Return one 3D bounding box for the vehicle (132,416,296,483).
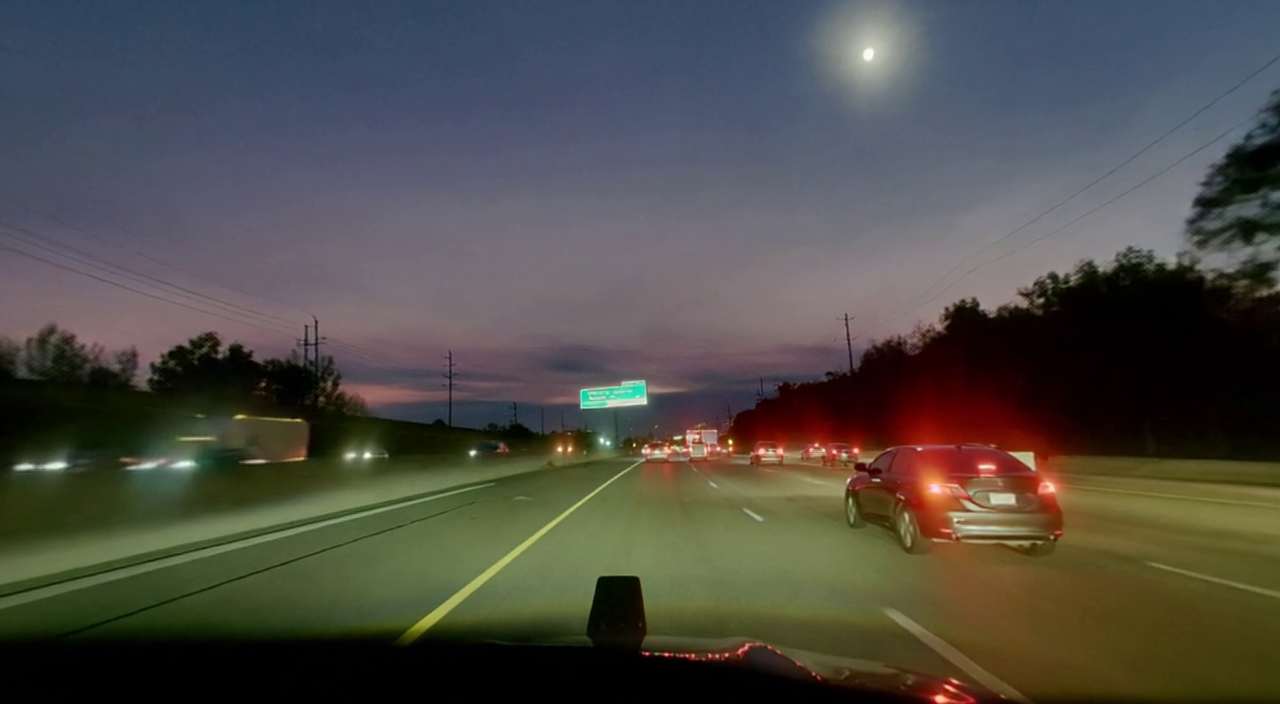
[{"bbox_3d":[-17.035,3.953,25.779,2.354,2.415,5.937,0,-8,2],"label":"vehicle"}]

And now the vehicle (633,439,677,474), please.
[{"bbox_3d":[0.742,5.178,31.473,2.042,1.581,3.769,0,-8,1],"label":"vehicle"}]

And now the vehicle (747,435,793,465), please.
[{"bbox_3d":[8.338,6.313,40.836,2.041,1.821,4.562,0,-8,1],"label":"vehicle"}]

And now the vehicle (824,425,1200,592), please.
[{"bbox_3d":[3.975,1.726,7.901,1.986,1.478,4.429,0,-8,0],"label":"vehicle"}]

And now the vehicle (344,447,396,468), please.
[{"bbox_3d":[-20.201,7.906,47.334,1.839,1.459,4.244,0,-8,2],"label":"vehicle"}]

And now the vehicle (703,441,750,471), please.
[{"bbox_3d":[4.468,5.431,33.049,1.936,1.465,4.060,0,-8,1],"label":"vehicle"}]

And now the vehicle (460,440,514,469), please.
[{"bbox_3d":[-9.366,6.301,39.025,1.984,1.635,4.525,0,-8,3],"label":"vehicle"}]

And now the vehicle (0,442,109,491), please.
[{"bbox_3d":[-20.911,3.831,21.417,1.856,1.503,4.367,0,-8,1],"label":"vehicle"}]
